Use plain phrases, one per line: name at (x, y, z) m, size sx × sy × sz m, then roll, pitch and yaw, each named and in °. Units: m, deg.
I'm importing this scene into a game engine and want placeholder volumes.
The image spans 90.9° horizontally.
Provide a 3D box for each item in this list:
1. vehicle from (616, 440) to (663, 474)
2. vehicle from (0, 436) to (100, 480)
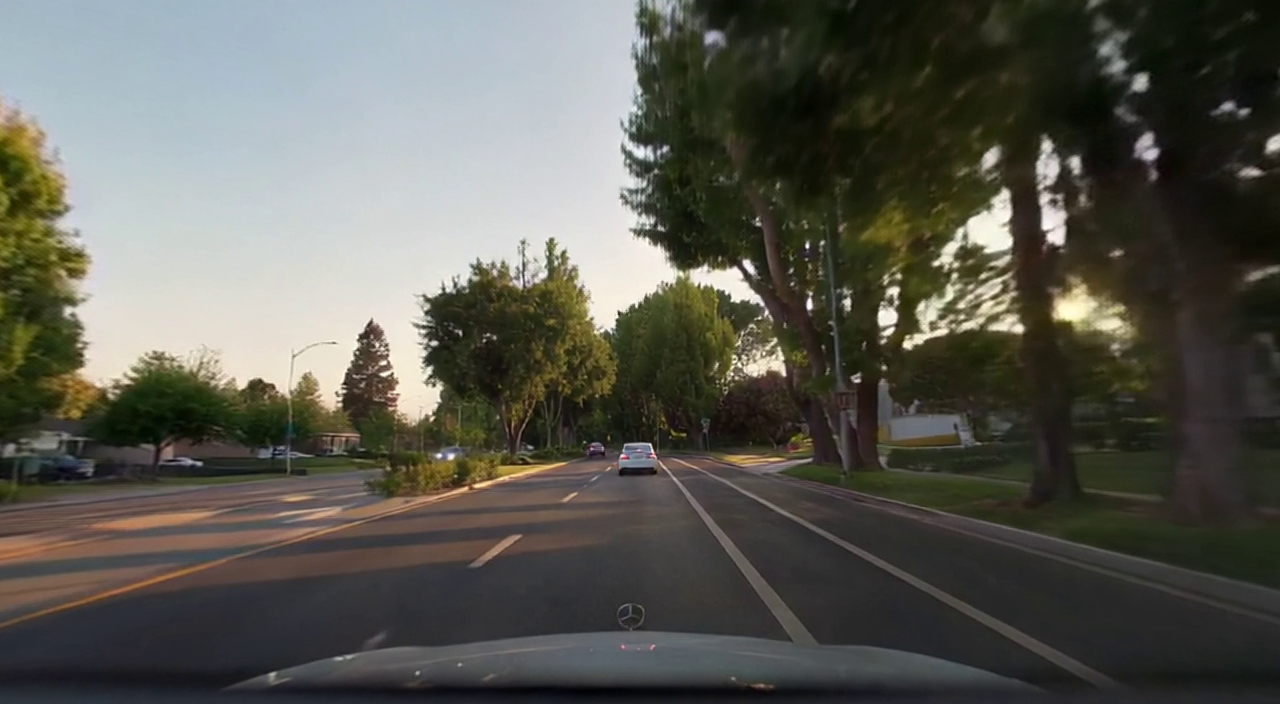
vehicle at (-0.002, 4.834, 29.327) m, size 2.009 × 1.456 × 4.003 m, roll 0°, pitch -8°, yaw 0°
vehicle at (-46.305, 8.089, 47.996) m, size 7.398 × 2.926 × 2.814 m, roll 2°, pitch -7°, yaw -33°
